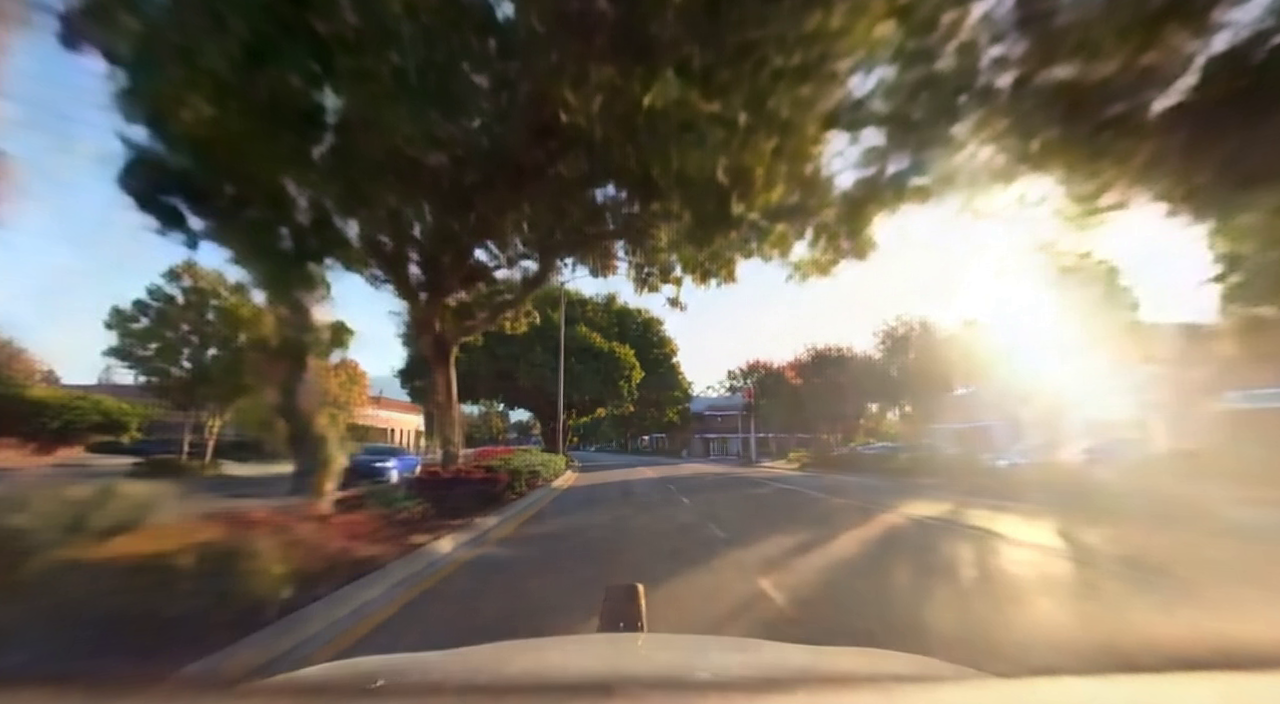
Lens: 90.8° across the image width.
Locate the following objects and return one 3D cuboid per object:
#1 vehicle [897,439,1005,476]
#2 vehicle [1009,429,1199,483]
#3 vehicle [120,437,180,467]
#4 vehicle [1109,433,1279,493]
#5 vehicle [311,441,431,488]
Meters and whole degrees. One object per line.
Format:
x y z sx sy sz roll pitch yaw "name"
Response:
16.389 5.564 33.463 4.660 1.814 2.099 1 -9 -9 "vehicle"
16.456 3.710 22.641 4.919 1.785 2.460 1 -9 -4 "vehicle"
-32.603 6.683 42.206 2.072 1.840 5.198 4 -10 -26 "vehicle"
17.731 3.485 19.703 4.481 1.685 2.195 1 -10 -3 "vehicle"
-9.266 3.917 22.269 2.094 1.485 4.446 -1 -9 3 "vehicle"
